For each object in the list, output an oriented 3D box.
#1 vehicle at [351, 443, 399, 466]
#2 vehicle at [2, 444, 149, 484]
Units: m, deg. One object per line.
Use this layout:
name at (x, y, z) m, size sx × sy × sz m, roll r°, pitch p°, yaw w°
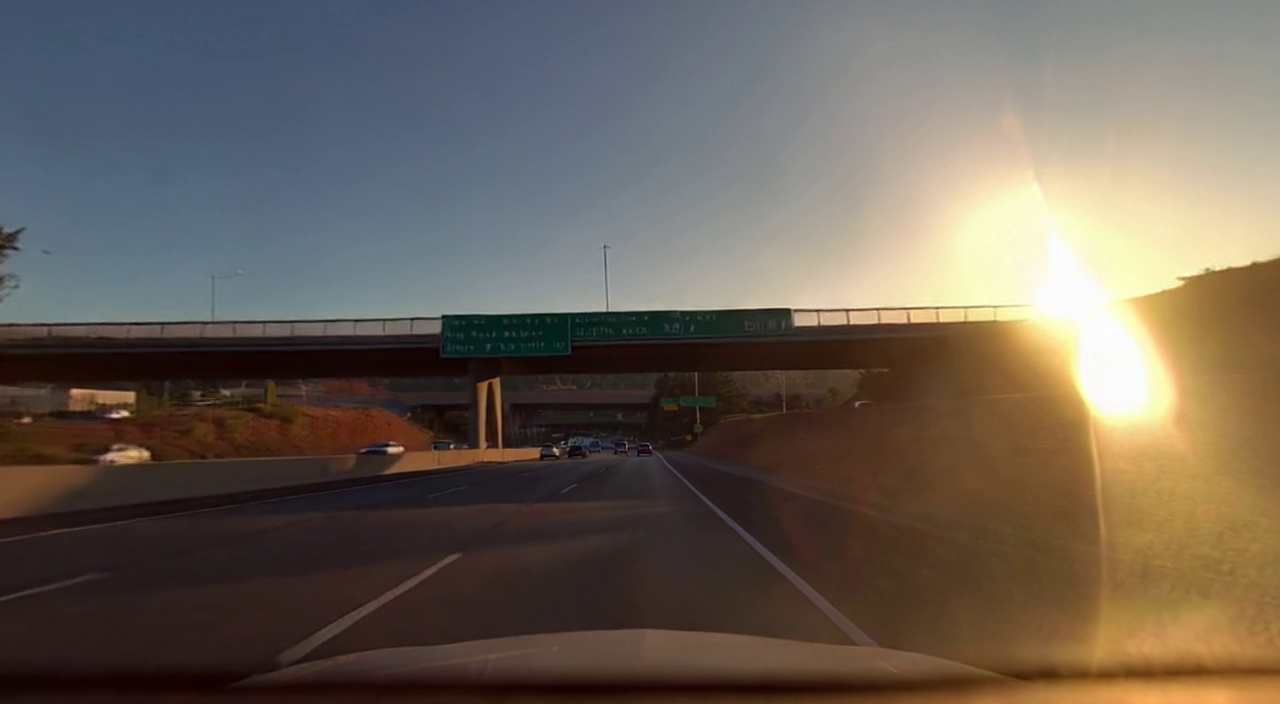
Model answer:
vehicle at (-16.539, 6.408, 39.482) m, size 1.529 × 1.390 × 3.336 m, roll 0°, pitch -8°, yaw 0°
vehicle at (-27.968, 5.532, 31.555) m, size 2.679 × 1.808 × 5.054 m, roll 0°, pitch -8°, yaw -1°
